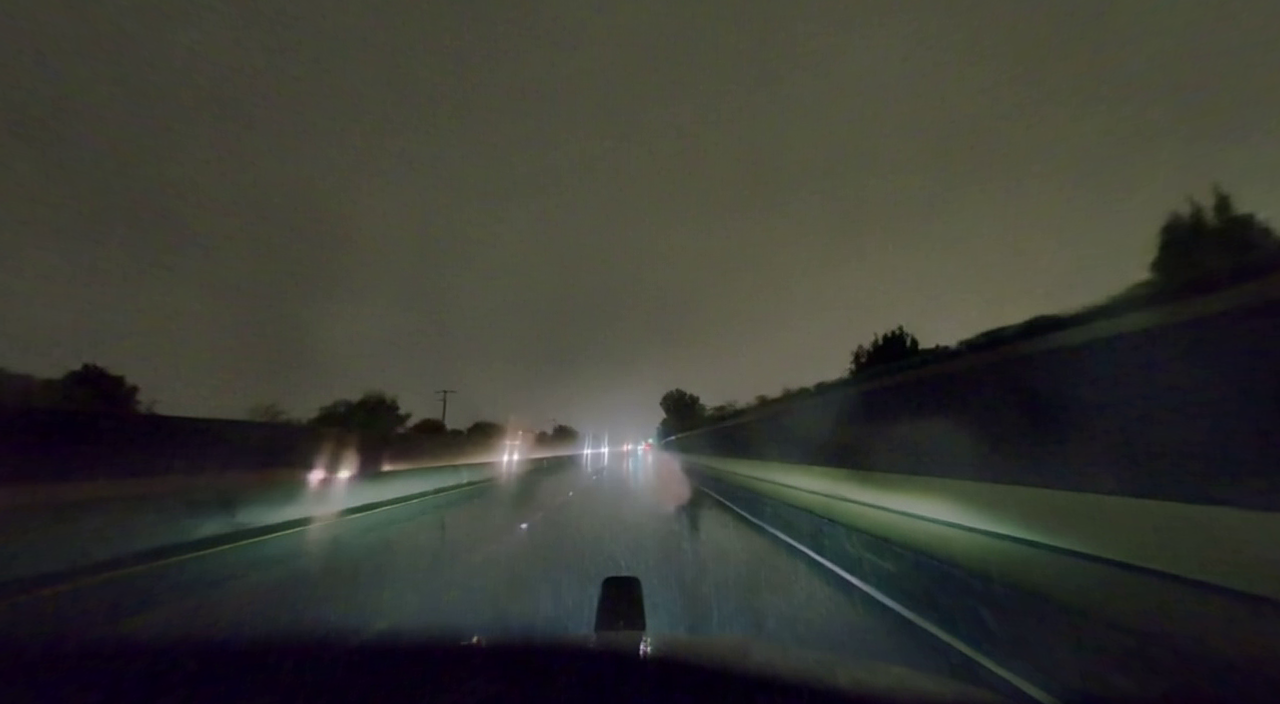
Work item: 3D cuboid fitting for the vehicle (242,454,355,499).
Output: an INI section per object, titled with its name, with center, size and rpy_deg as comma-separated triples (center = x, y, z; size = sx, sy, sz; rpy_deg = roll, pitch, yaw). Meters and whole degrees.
[vehicle]
center = -12.211, 4.455, 22.886
size = 1.788, 1.425, 4.096
rpy_deg = 0, -9, 0
